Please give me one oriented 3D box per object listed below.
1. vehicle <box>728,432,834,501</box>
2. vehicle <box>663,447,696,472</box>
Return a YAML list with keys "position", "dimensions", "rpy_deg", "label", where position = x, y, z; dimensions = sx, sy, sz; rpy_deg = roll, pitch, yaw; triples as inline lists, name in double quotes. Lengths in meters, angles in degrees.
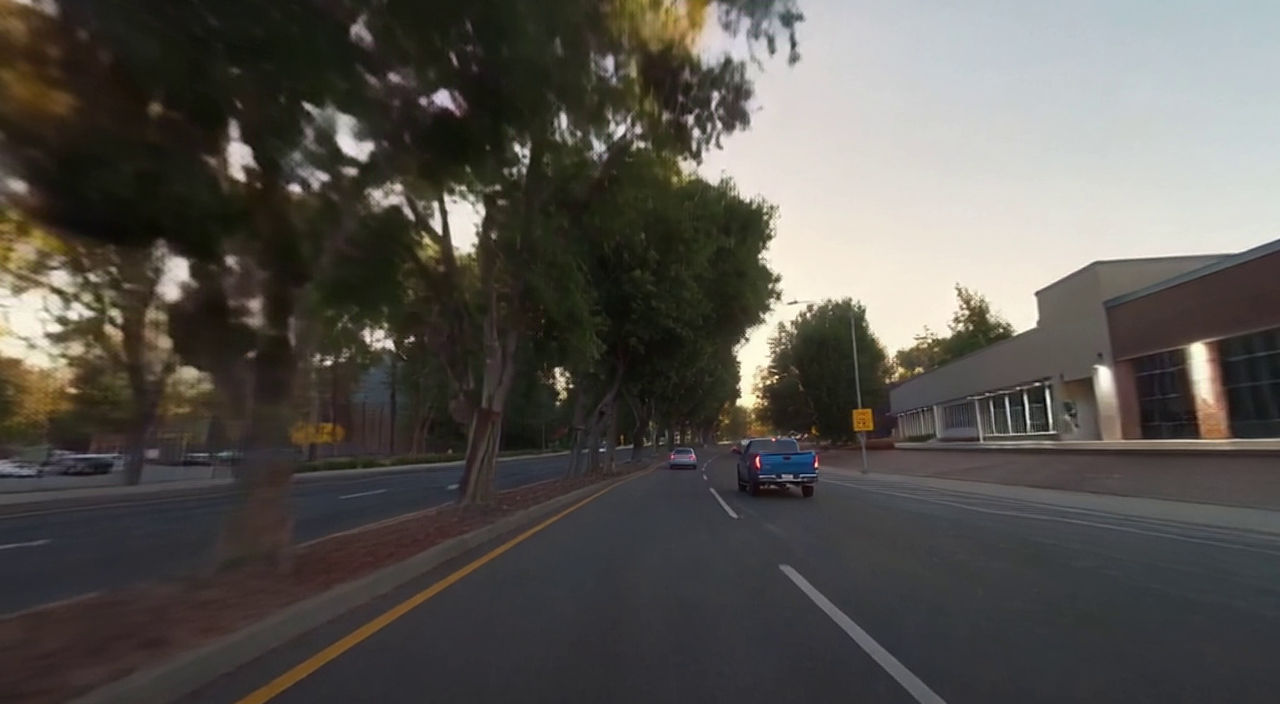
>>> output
- position: [4.376, 3.663, 20.632]
  dimensions: [2.367, 1.919, 5.651]
  rpy_deg: [0, -9, 2]
  label: "vehicle"
- position: [2.637, 6.988, 41.310]
  dimensions: [1.968, 1.521, 4.262]
  rpy_deg: [0, -9, 5]
  label: "vehicle"
